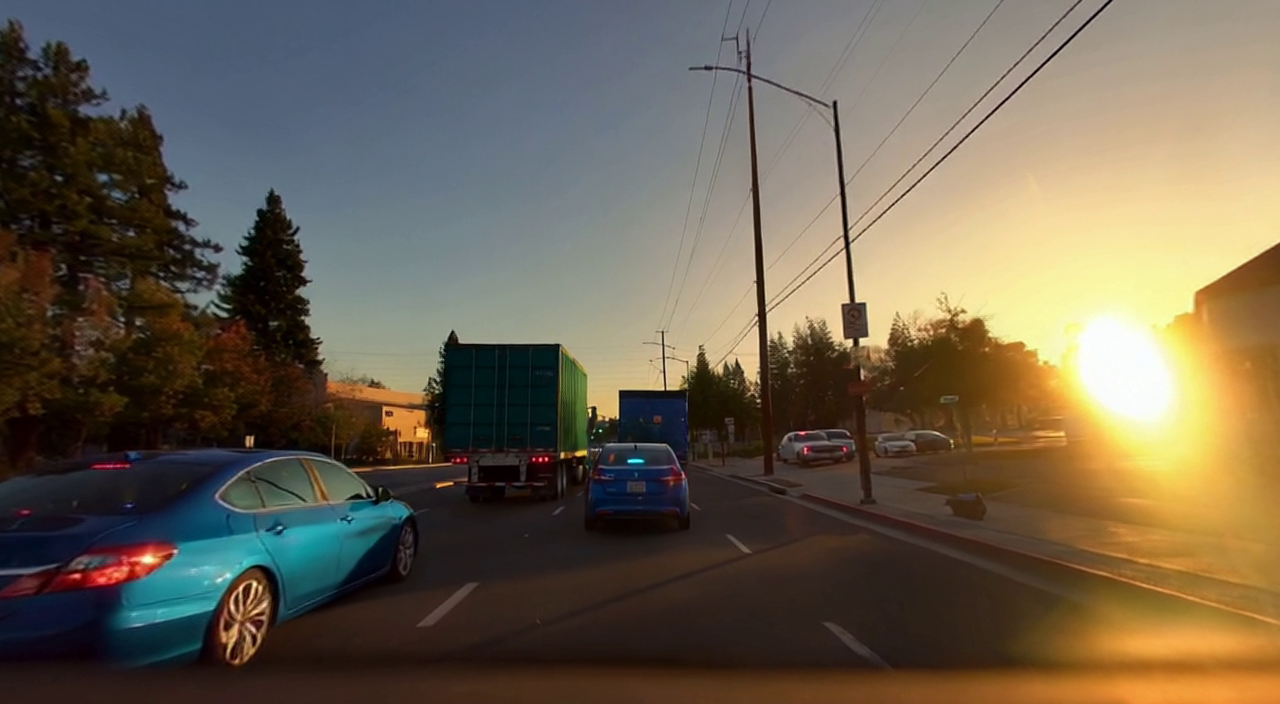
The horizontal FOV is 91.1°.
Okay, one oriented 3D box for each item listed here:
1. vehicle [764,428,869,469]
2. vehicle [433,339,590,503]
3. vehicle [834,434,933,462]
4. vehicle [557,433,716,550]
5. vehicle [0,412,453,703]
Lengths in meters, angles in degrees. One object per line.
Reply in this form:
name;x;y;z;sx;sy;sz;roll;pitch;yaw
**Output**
vehicle;8.569;4.752;30.968;2.061;1.845;4.829;5;-10;-31
vehicle;-3.248;2.091;18.162;3.020;3.800;7.105;0;-8;0
vehicle;13.186;5.225;34.225;4.574;1.478;1.880;0;-8;3
vehicle;-0.075;2.125;10.287;2.067;1.506;4.118;0;-8;-1
vehicle;-3.044;1.294;4.623;1.969;1.471;4.378;0;-8;0
